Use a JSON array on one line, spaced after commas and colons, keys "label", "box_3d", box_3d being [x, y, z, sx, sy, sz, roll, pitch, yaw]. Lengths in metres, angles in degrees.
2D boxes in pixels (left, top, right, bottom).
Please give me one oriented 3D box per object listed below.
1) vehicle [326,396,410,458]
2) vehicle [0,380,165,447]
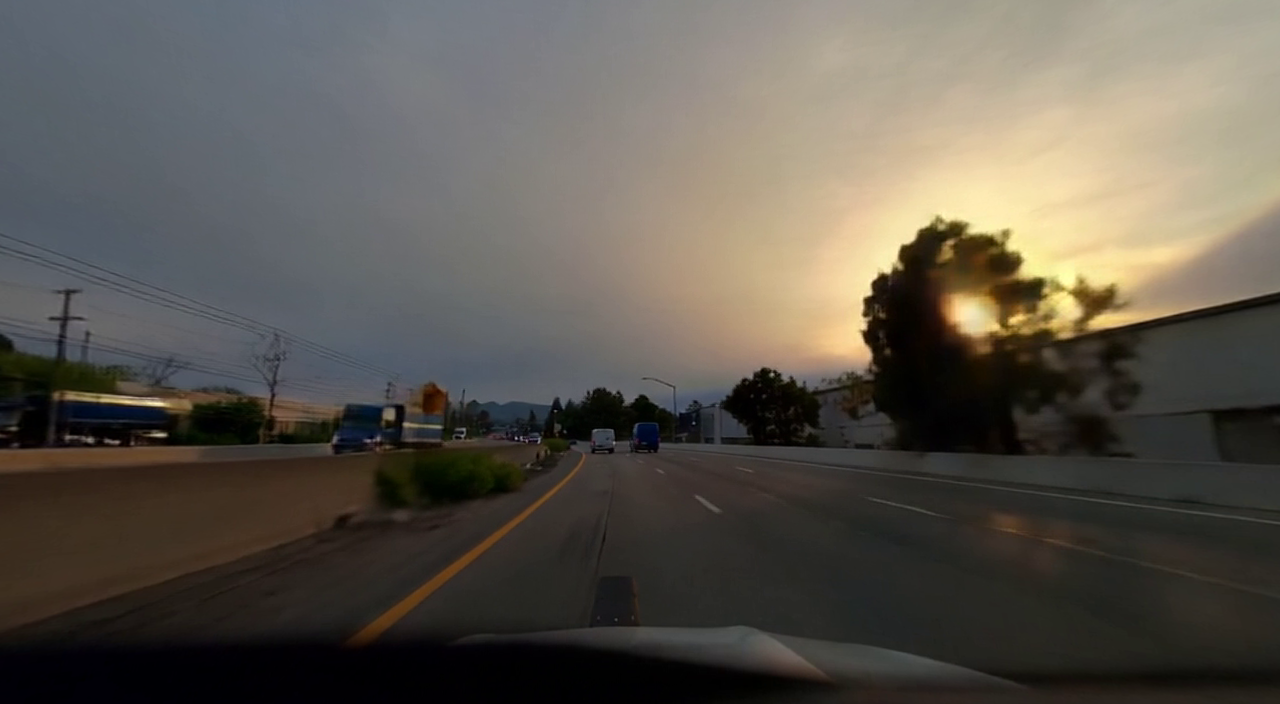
[{"label": "vehicle", "box_3d": [-16.648, 4.686, 38.998, 2.904, 3.494, 5.998, 0, -8, -5]}, {"label": "vehicle", "box_3d": [-32.754, 3.725, 35.980, 2.782, 3.287, 9.814, -1, -8, 6]}]
